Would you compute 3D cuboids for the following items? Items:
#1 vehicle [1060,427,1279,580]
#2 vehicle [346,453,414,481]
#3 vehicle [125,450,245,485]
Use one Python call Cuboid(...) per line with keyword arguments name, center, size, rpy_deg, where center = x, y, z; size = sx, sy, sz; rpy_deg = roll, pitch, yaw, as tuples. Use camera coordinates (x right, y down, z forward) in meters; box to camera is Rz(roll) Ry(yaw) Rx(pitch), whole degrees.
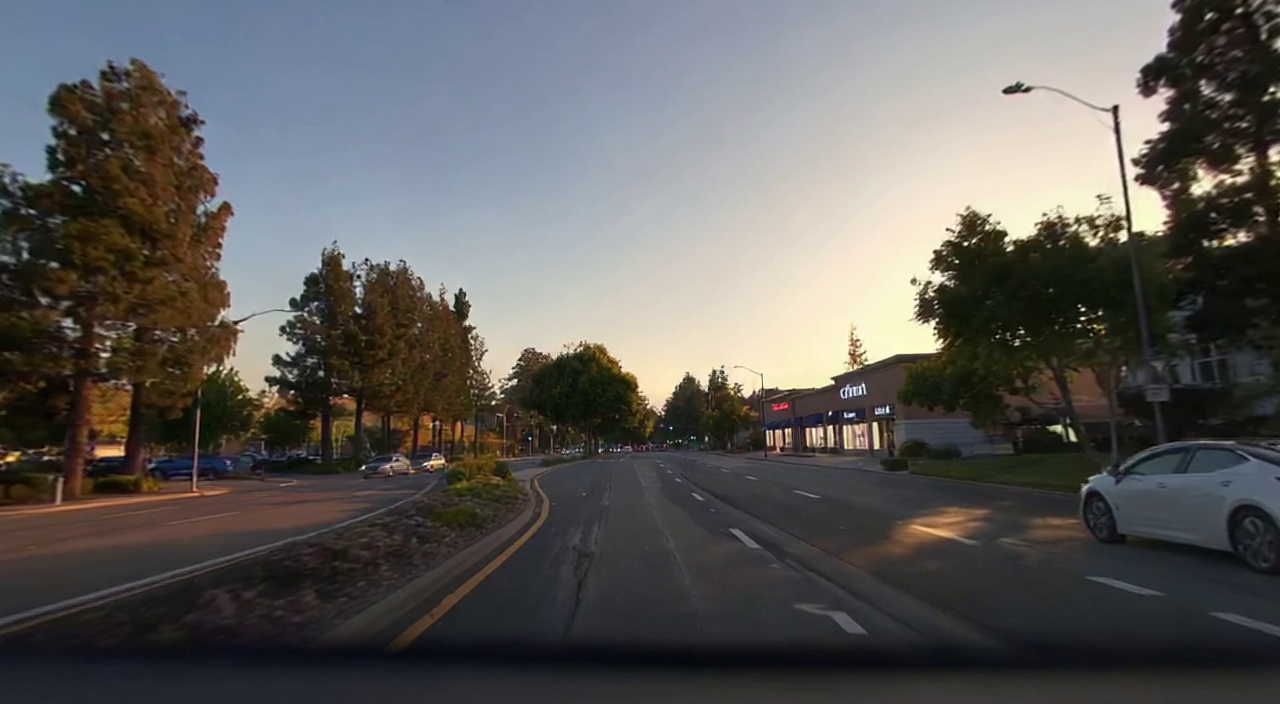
Cuboid(name="vehicle", center=(7.132, 1.599, 7.019), size=(1.936, 1.460, 4.258), rpy_deg=(0, -8, -1))
Cuboid(name="vehicle", center=(-15.040, 6.653, 36.848), size=(2.001, 1.485, 4.469), rpy_deg=(-1, -8, 2))
Cuboid(name="vehicle", center=(-27.932, 7.082, 39.002), size=(5.702, 1.985, 2.175), rpy_deg=(7, -12, -35))
